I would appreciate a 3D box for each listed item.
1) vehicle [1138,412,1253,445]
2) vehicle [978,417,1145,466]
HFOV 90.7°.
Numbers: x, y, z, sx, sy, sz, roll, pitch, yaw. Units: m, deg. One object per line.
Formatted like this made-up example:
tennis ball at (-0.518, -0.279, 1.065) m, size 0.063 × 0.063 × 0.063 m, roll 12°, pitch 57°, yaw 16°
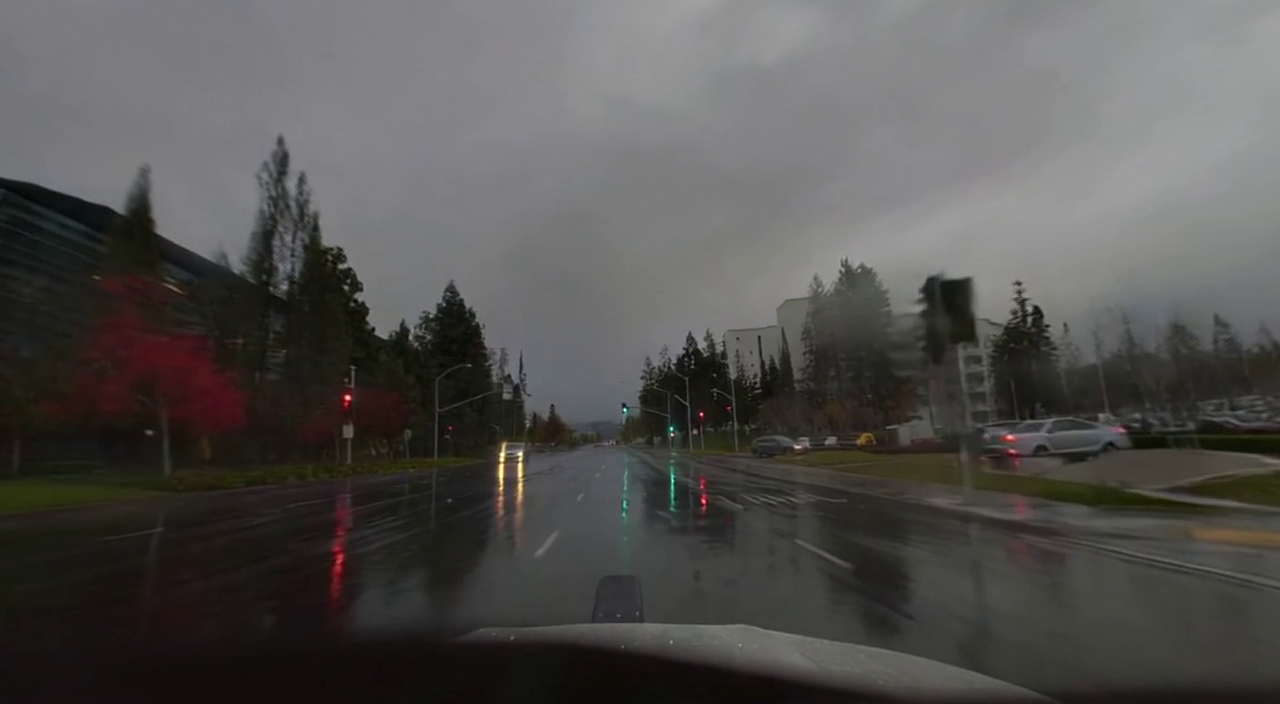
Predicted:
vehicle at (27.393, 3.846, 31.408) m, size 1.805 × 1.466 × 4.236 m, roll 1°, pitch -9°, yaw 0°
vehicle at (13.074, 2.816, 19.778) m, size 3.991 × 1.437 × 1.679 m, roll 0°, pitch -9°, yaw -2°
